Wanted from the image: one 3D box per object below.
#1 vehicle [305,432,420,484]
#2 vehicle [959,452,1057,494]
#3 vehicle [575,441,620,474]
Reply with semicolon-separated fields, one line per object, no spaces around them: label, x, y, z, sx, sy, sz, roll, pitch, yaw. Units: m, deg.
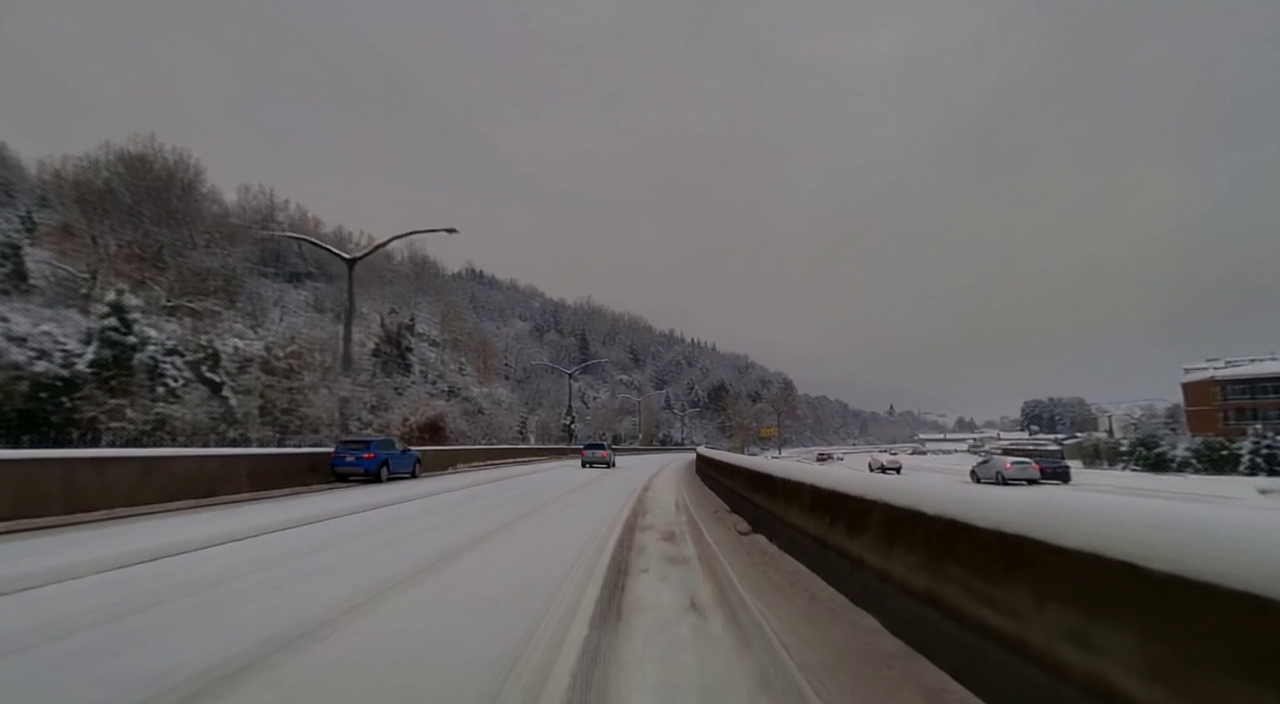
vehicle;-10.285;3.958;23.850;2.039;1.746;4.528;-1;-8;3
vehicle;15.517;5.095;26.897;1.786;1.559;4.496;-1;-8;6
vehicle;-2.421;6.152;36.968;2.028;1.782;4.150;-1;-8;4
